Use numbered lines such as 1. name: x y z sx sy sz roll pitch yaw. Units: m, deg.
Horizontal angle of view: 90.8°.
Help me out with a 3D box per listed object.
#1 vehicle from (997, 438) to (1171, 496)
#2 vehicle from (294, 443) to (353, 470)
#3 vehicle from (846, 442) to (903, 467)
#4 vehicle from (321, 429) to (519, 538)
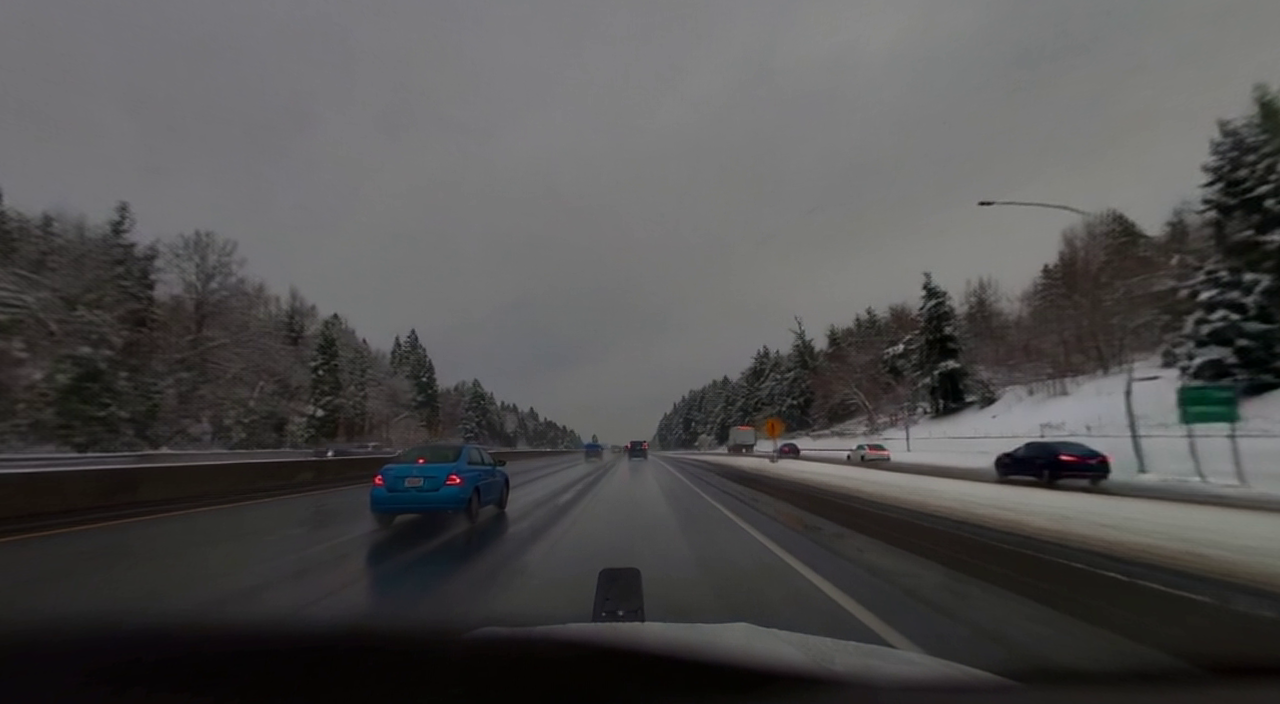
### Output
1. vehicle: 13.156 3.419 19.233 1.940 1.496 4.992 -1 -9 4
2. vehicle: -24.871 8.221 49.922 1.976 2.014 5.184 0 -9 0
3. vehicle: 14.540 6.380 39.466 1.873 1.463 4.937 0 -9 2
4. vehicle: -3.598 2.229 11.296 2.020 1.554 4.137 0 -9 0
